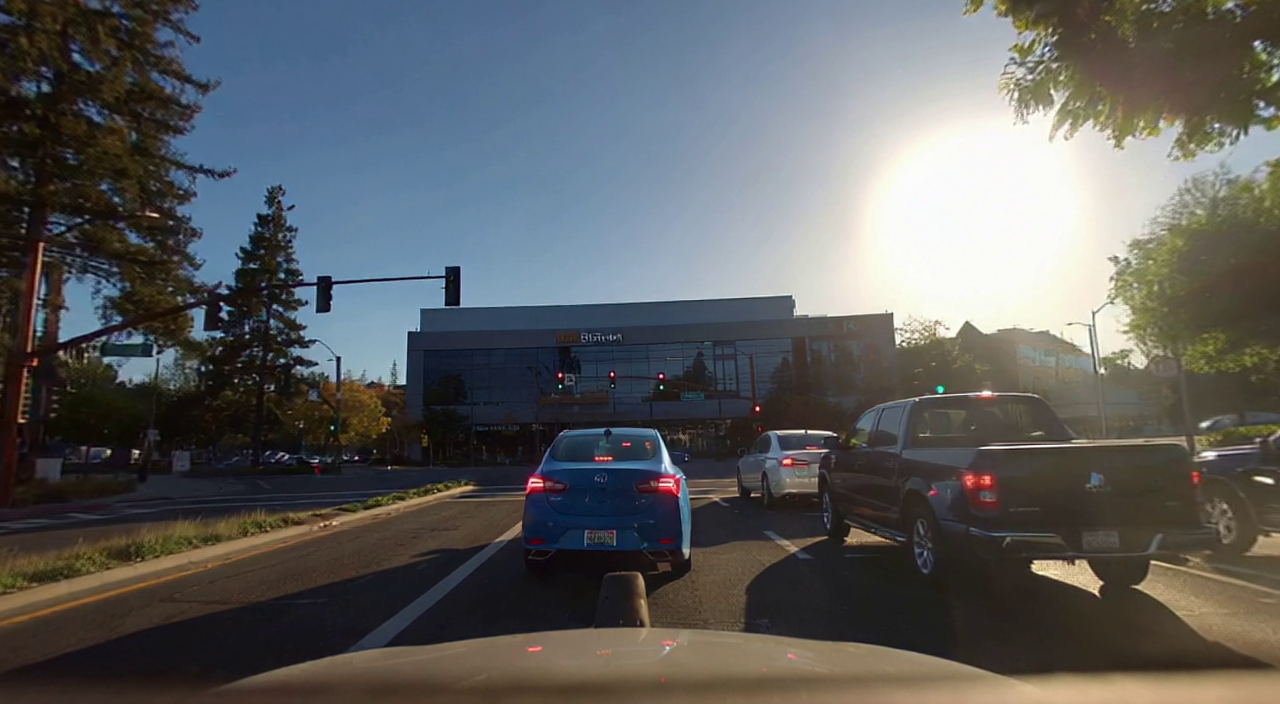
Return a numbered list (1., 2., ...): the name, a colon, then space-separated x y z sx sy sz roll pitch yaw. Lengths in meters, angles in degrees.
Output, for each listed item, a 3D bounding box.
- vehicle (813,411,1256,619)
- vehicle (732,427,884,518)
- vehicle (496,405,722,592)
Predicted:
1. vehicle: 3.614 1.565 7.109 1.955 1.550 4.587 0 -8 -1
2. vehicle: 3.378 2.512 13.689 2.031 1.626 4.264 0 -8 -1
3. vehicle: -0.274 1.603 7.631 2.037 1.674 3.693 0 -8 0
